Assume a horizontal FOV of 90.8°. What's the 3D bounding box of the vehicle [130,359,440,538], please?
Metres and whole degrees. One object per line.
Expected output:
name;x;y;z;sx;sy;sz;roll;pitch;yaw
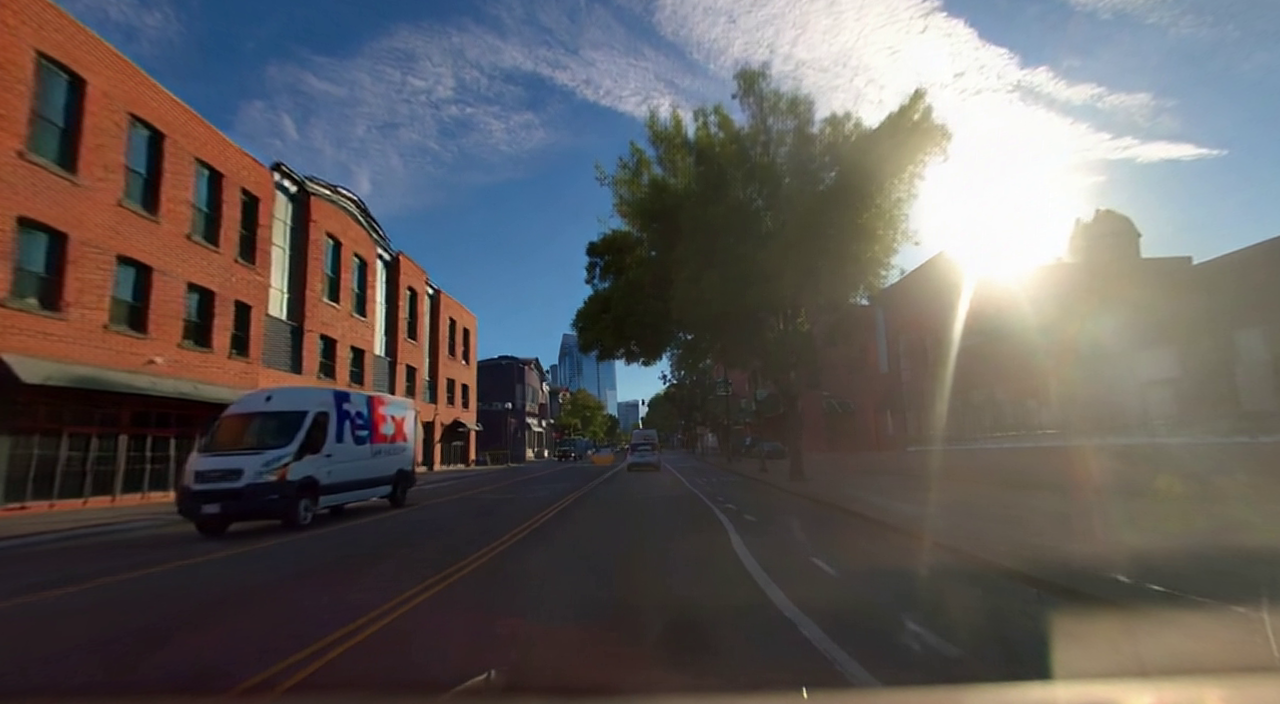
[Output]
vehicle;-7.200;2.162;14.439;2.754;3.065;7.103;0;-8;2

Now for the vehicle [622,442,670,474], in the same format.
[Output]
vehicle;0.386;5.543;33.329;2.356;1.572;4.810;0;-8;2
